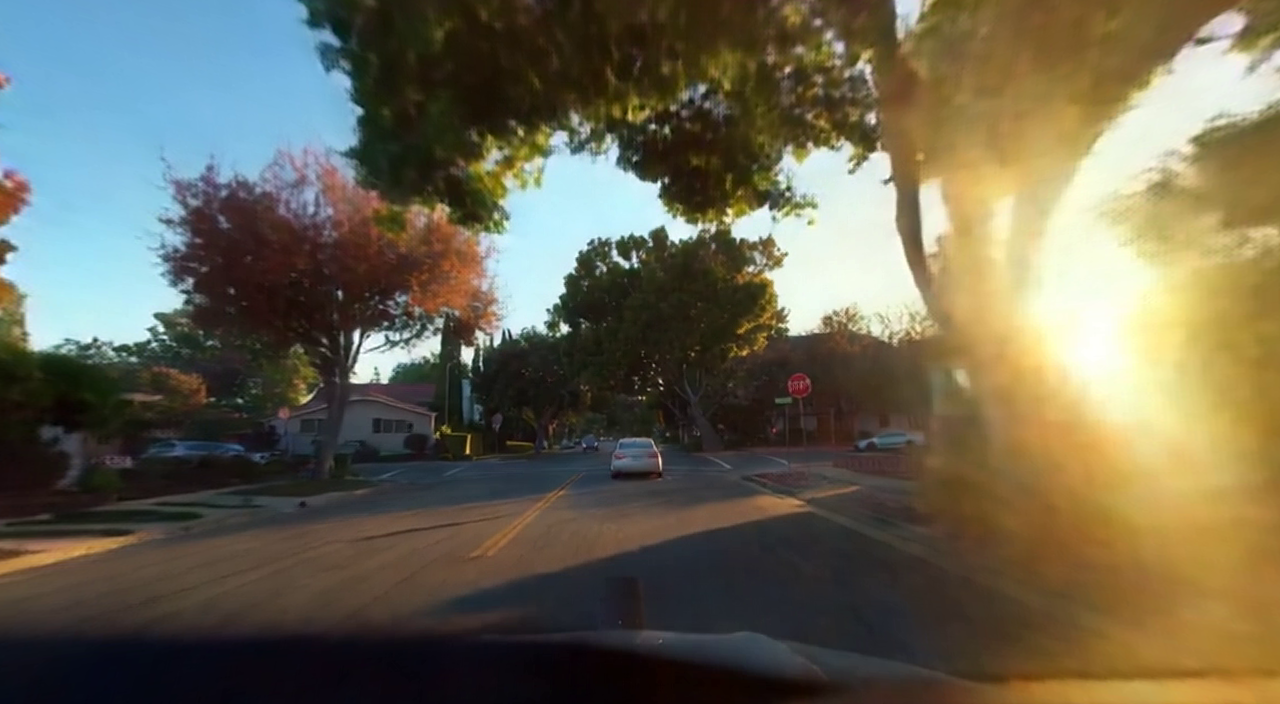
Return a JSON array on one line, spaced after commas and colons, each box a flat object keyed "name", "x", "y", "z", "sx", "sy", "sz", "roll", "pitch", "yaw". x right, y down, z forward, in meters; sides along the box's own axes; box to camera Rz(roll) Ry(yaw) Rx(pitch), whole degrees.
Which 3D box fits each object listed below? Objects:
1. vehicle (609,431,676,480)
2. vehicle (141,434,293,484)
[{"name": "vehicle", "x": 0.004, "y": 3.474, "z": 21.312, "sx": 2.043, "sy": 1.484, "sz": 4.340, "roll": 0, "pitch": -8, "yaw": -2}, {"name": "vehicle", "x": -20.835, "y": 5.299, "z": 31.232, "sx": 5.796, "sy": 1.946, "sz": 2.391, "roll": -4, "pitch": -10, "yaw": -3}]
